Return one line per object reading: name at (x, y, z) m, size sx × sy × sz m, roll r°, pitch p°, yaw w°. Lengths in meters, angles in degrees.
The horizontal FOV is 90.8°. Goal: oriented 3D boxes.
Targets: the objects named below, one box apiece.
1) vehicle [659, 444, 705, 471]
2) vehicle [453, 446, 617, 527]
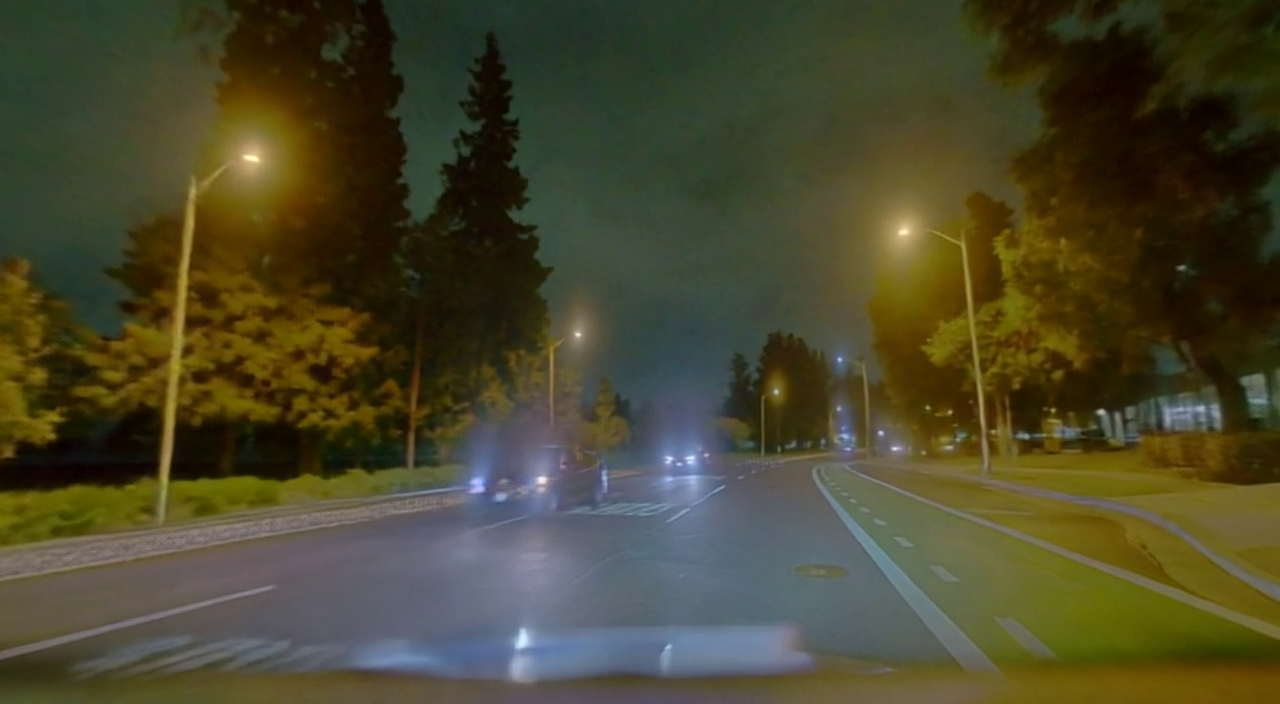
vehicle at (2.950, 7.160, 43.046) m, size 2.065 × 1.744 × 4.566 m, roll -3°, pitch -9°, yaw 18°
vehicle at (-2.056, 2.849, 14.097) m, size 2.071 × 1.456 × 4.663 m, roll -2°, pitch -9°, yaw 11°
